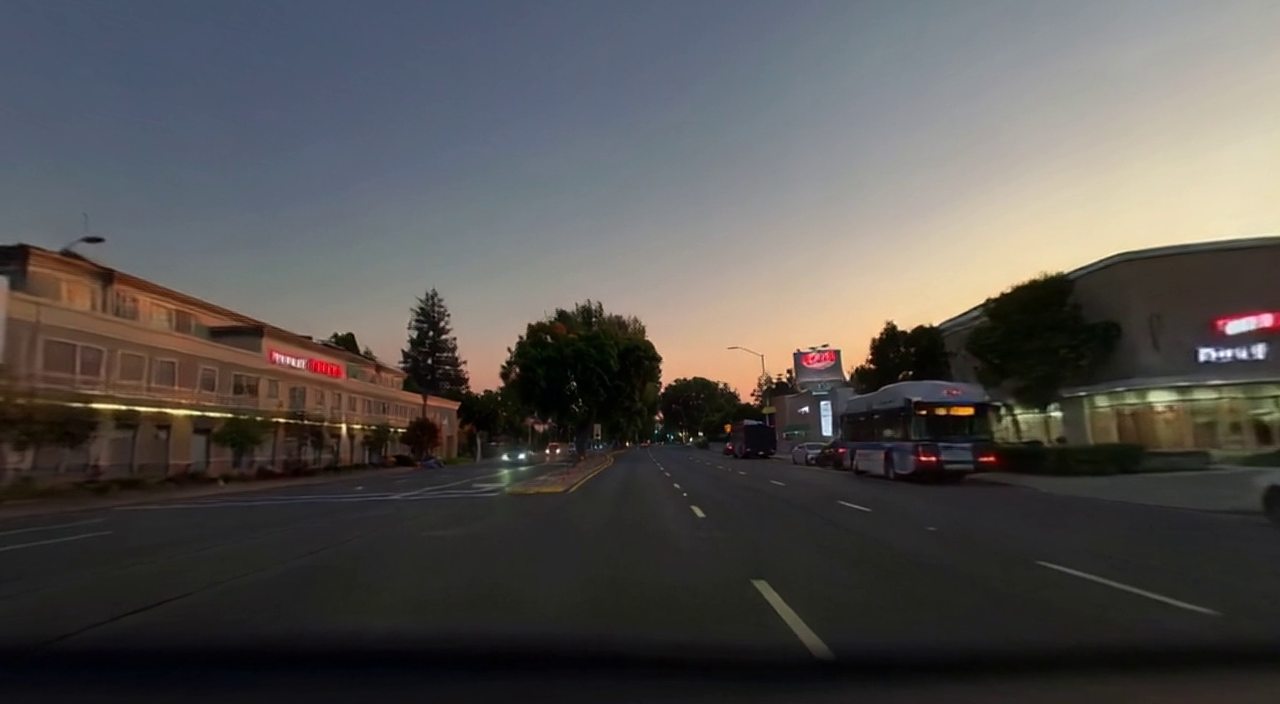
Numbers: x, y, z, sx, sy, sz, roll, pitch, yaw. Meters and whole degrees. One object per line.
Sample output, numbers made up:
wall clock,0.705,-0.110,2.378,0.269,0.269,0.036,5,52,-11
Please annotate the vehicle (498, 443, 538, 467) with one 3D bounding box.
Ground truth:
vehicle,-8.984,7.580,46.855,1.939,1.643,4.975,0,-8,1

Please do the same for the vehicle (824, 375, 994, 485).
vehicle,9.921,3.090,24.596,2.897,3.584,7.857,0,-8,-2
